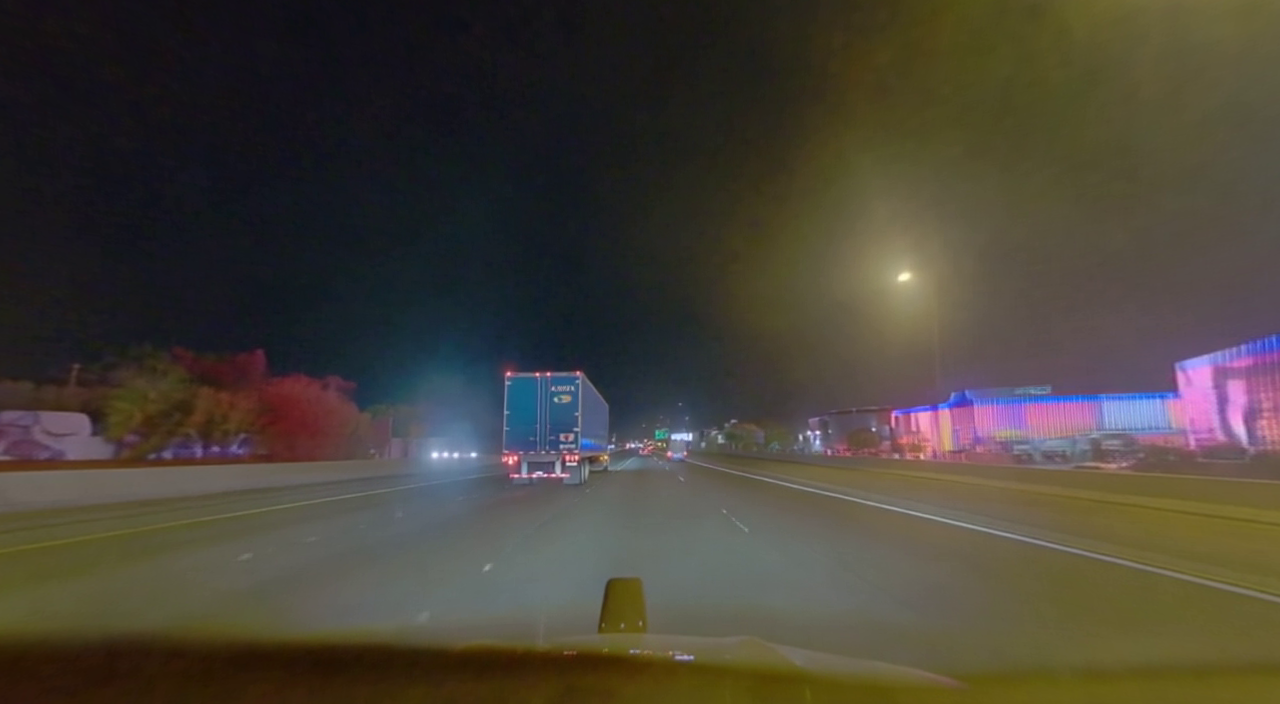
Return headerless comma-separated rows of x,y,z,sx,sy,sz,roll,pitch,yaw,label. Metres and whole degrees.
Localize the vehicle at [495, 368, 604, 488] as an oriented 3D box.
-3.304,3.144,25.826,2.977,4.048,8.890,0,-7,1,vehicle
